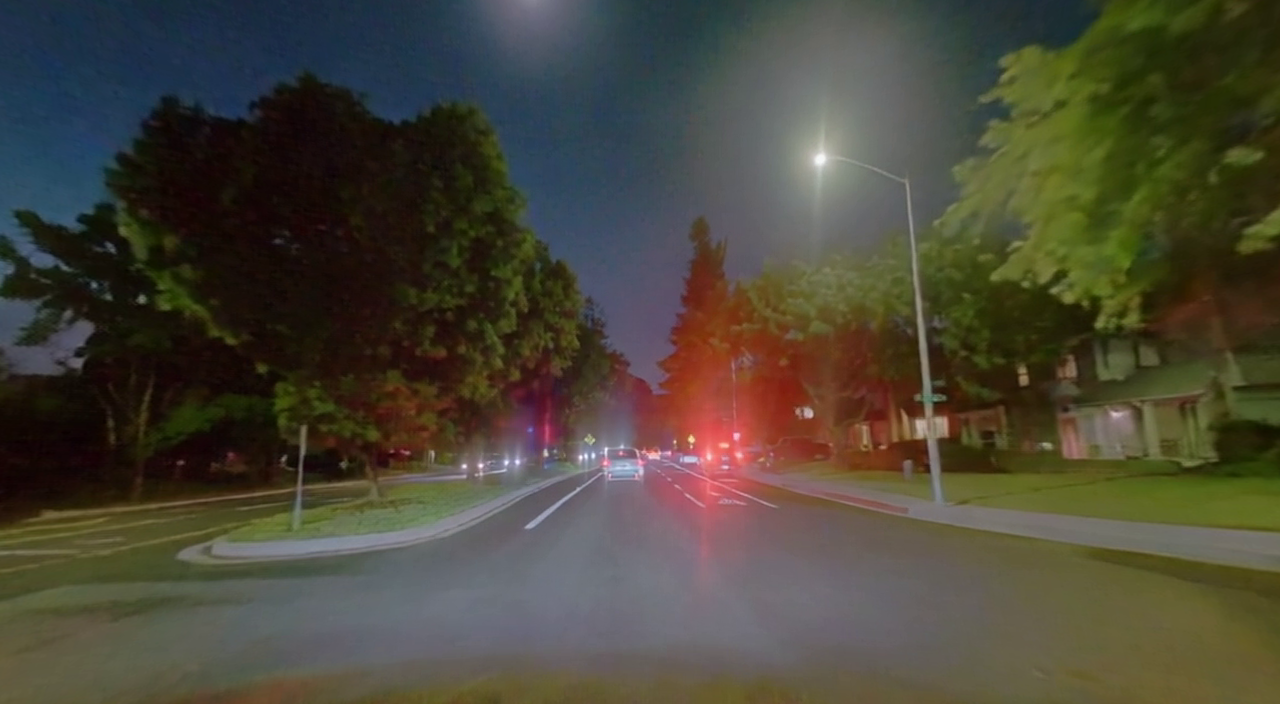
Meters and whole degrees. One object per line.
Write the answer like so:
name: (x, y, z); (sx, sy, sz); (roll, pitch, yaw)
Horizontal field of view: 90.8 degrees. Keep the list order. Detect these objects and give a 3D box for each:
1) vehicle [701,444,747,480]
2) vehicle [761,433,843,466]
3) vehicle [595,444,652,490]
vehicle: (4.381, 5.797, 33.597); (2.045, 1.776, 4.851); (0, -8, 3)
vehicle: (10.945, 6.643, 43.054); (4.919, 1.886, 2.086); (-3, -9, 1)
vehicle: (-0.603, 4.494, 25.053); (2.106, 1.655, 3.717); (0, -8, 0)
